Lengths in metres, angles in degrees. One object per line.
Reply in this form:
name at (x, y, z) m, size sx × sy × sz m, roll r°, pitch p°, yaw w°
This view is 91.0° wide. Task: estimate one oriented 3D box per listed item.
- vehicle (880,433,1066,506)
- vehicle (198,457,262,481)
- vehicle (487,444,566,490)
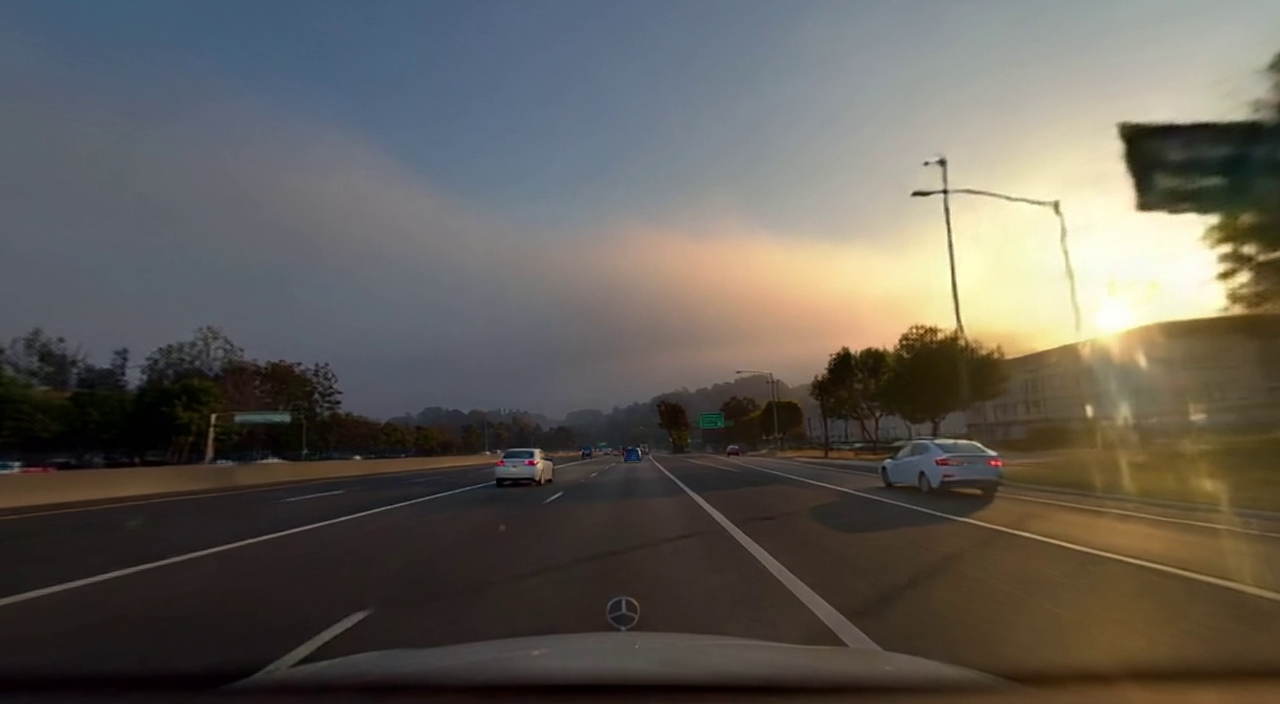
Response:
vehicle at (8.236, 2.966, 16.355) m, size 2.035 × 1.566 × 5.409 m, roll 0°, pitch -9°, yaw 2°
vehicle at (-29.389, 8.386, 45.272) m, size 1.790 × 1.522 × 4.123 m, roll 0°, pitch -9°, yaw 0°
vehicle at (-4.140, 4.278, 23.686) m, size 2.071 × 1.553 × 4.388 m, roll 0°, pitch -9°, yaw 1°
